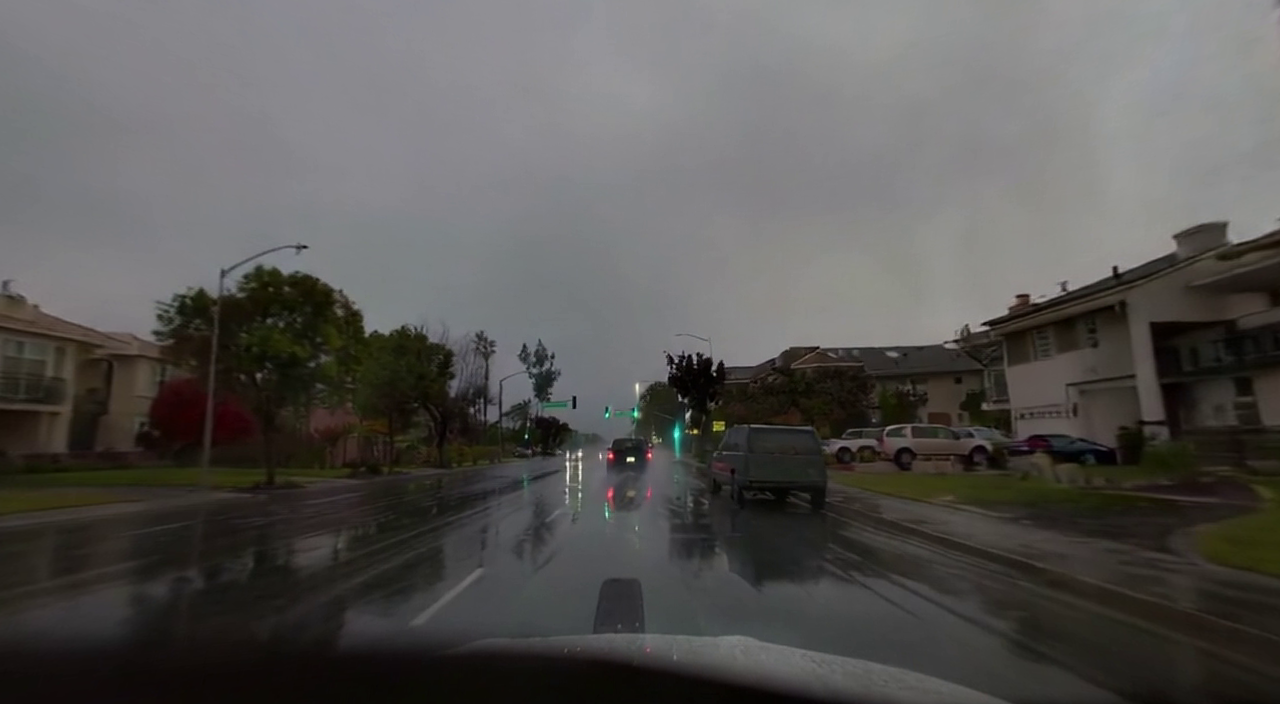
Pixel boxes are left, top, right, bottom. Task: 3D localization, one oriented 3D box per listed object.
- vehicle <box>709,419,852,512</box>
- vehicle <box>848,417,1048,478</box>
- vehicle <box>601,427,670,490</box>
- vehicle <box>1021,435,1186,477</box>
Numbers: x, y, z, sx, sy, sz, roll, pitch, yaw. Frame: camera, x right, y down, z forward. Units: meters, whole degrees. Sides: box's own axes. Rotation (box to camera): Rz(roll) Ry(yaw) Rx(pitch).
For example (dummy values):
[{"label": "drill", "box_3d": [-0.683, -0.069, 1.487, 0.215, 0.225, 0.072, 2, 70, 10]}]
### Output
[{"label": "vehicle", "box_3d": [3.225, 2.761, 15.780, 2.416, 1.922, 5.023, 0, -9, 0]}, {"label": "vehicle", "box_3d": [10.629, 3.354, 22.099, 5.709, 2.017, 2.435, 0, -9, -2]}, {"label": "vehicle", "box_3d": [-0.181, 3.478, 20.867, 1.994, 1.810, 5.057, 0, -9, -1]}, {"label": "vehicle", "box_3d": [16.294, 3.667, 22.295, 4.317, 1.420, 1.828, 0, -9, 1]}]
